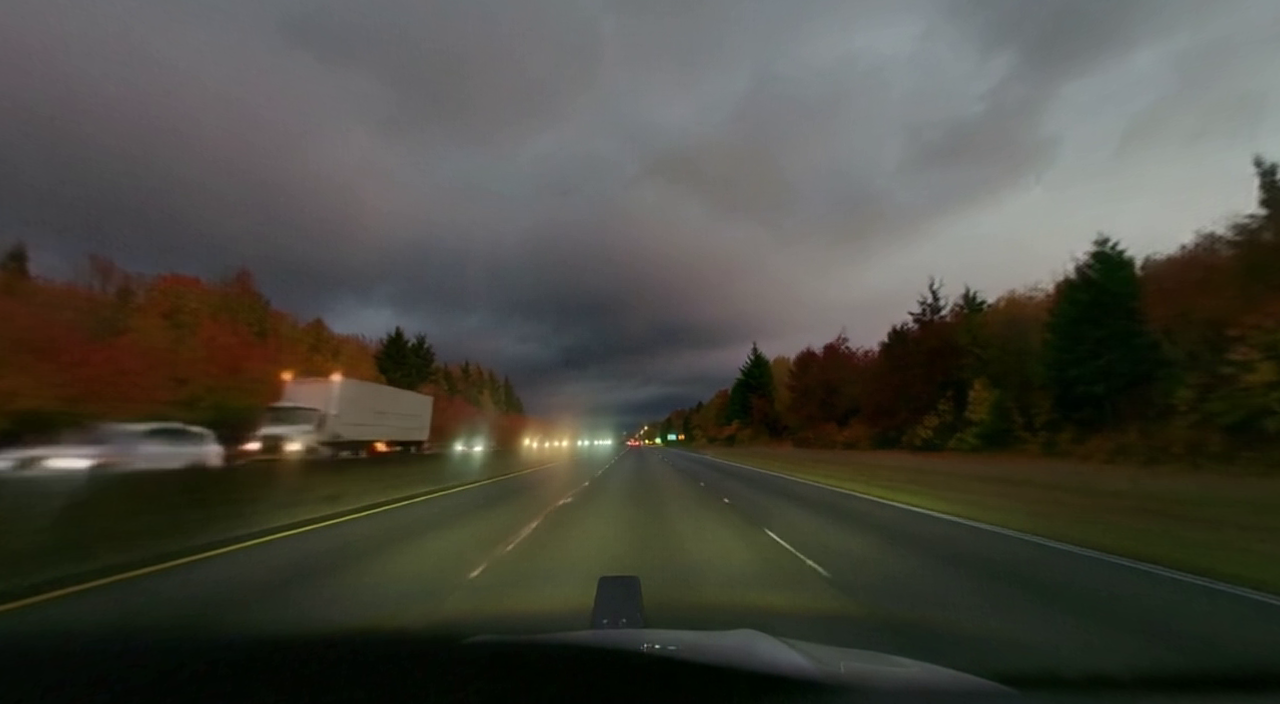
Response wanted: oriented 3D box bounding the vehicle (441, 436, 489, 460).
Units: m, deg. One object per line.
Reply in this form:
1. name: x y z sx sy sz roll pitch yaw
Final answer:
1. vehicle: -11.543 6.330 41.743 1.871 1.479 4.480 0 -8 0

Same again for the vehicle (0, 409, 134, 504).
1. vehicle: -11.702 1.796 10.866 1.968 1.569 4.700 0 -8 1

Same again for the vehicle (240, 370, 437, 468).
1. vehicle: -15.084 3.919 34.181 2.927 4.069 16.353 0 -8 -1
